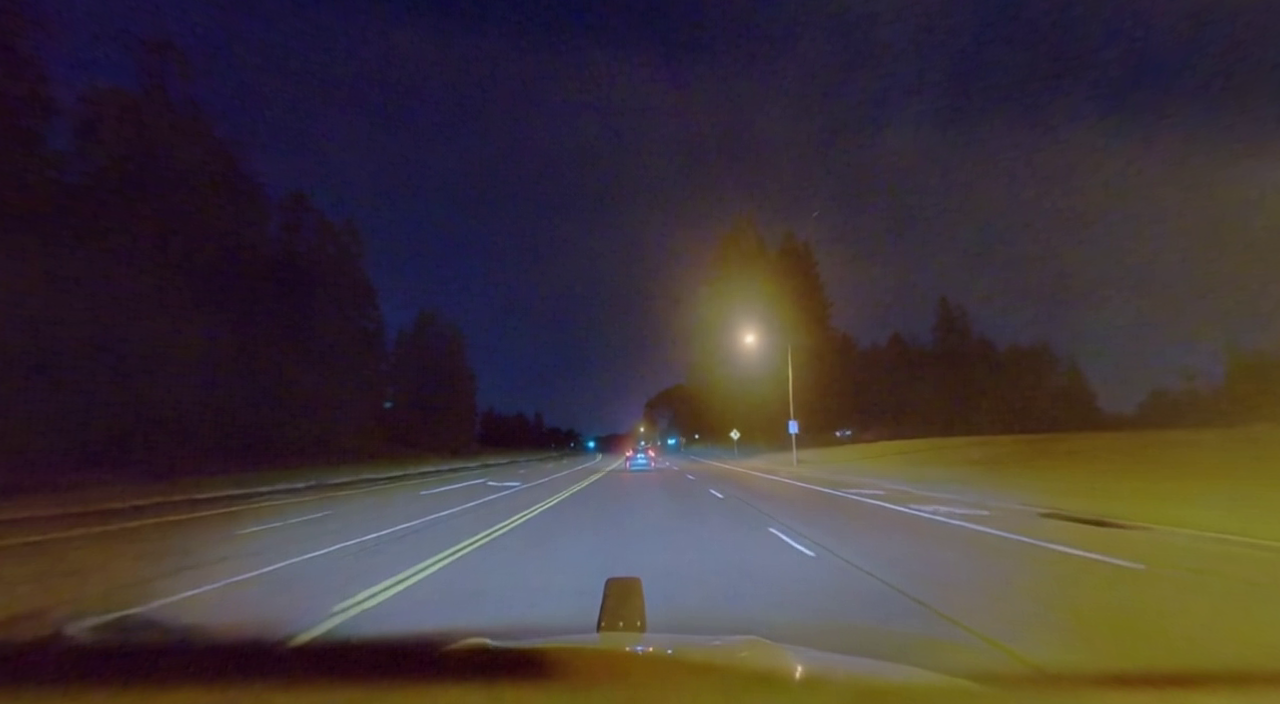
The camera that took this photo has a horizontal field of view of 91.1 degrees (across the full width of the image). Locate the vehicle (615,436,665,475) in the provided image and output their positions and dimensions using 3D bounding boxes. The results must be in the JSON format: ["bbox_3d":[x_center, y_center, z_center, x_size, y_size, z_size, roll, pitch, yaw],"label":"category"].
[{"bbox_3d":[0.005,5.098,30.829,2.256,1.734,4.176,-1,-9,0],"label":"vehicle"}]
